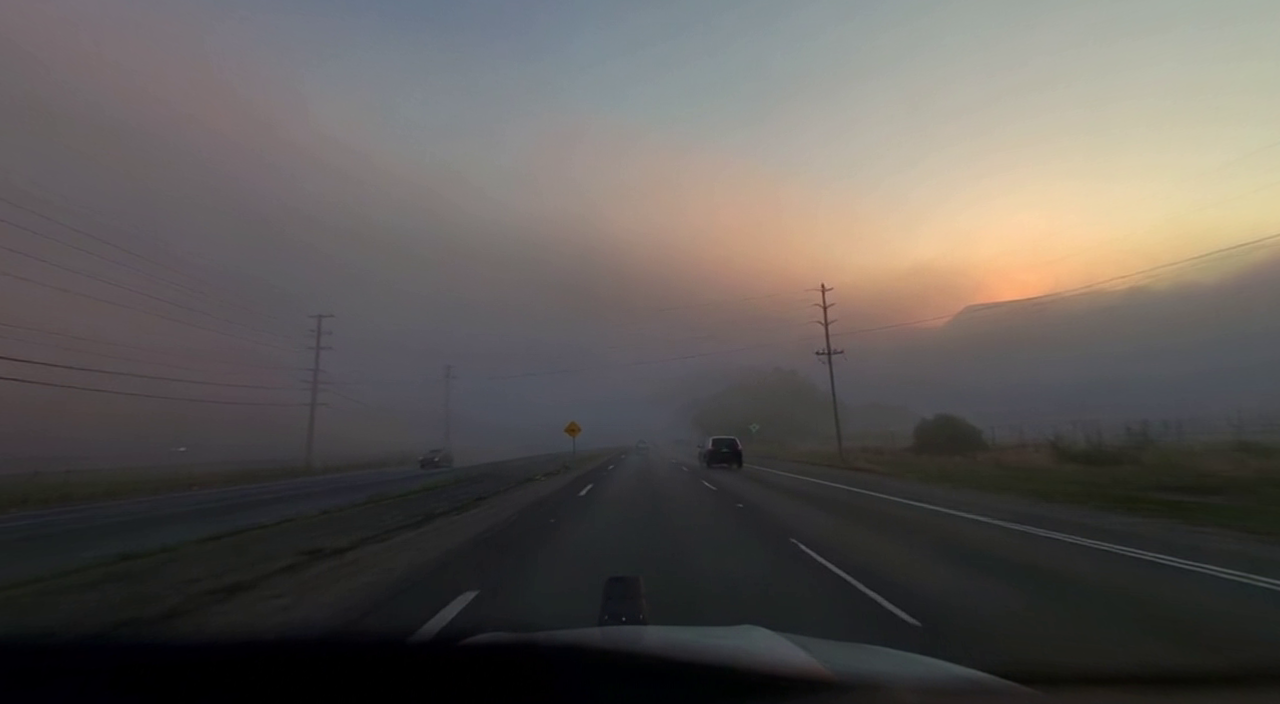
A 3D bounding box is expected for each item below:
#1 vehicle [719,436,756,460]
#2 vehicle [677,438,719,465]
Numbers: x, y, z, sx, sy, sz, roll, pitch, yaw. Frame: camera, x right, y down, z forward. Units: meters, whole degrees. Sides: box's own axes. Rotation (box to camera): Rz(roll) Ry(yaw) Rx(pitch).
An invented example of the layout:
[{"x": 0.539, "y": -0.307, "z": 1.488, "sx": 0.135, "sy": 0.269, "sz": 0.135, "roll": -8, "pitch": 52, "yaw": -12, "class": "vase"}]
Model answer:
[{"x": 7.602, "y": 7.518, "z": 49.545, "sx": 2.084, "sy": 1.830, "sz": 4.684, "roll": 0, "pitch": -8, "yaw": 0, "class": "vehicle"}, {"x": 3.487, "y": 6.108, "z": 38.979, "sx": 2.148, "sy": 1.538, "sz": 4.430, "roll": 0, "pitch": -8, "yaw": 0, "class": "vehicle"}]
